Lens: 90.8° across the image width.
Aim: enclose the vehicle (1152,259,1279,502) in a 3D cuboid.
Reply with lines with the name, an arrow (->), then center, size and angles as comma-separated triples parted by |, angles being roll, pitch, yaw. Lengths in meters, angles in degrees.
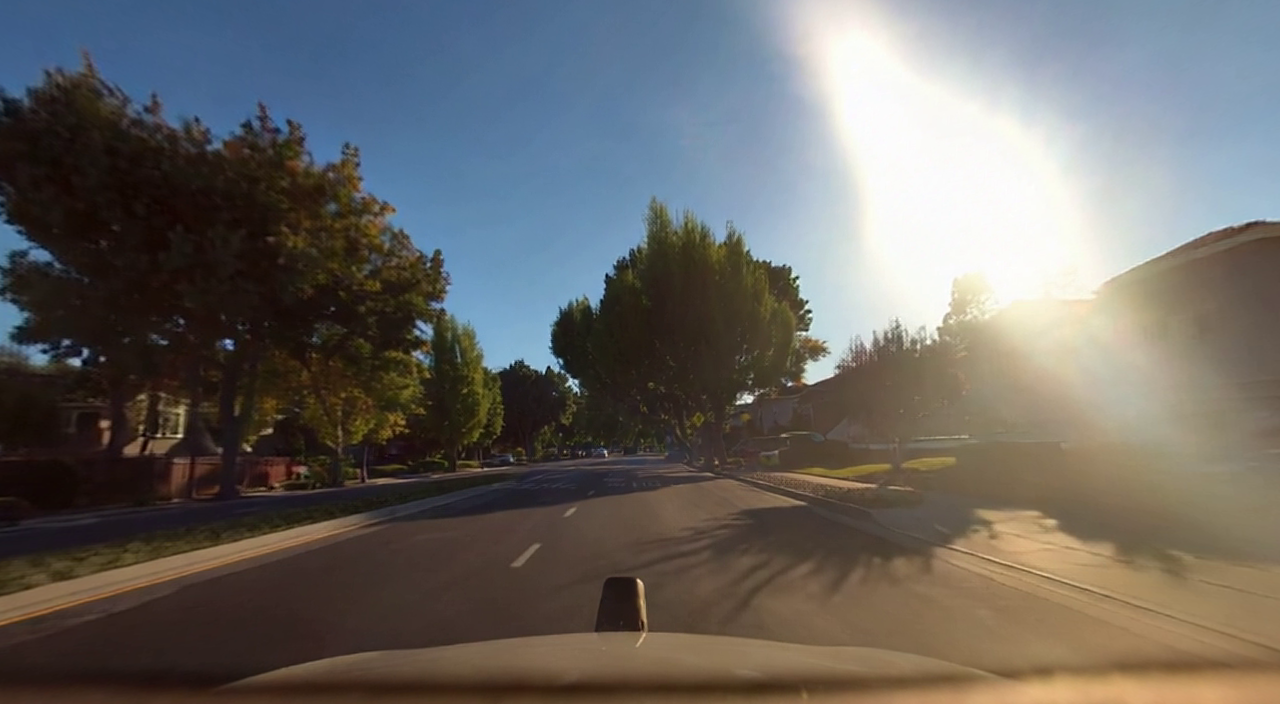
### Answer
vehicle -> 17.548, 0.417, 12.198 | 12.151, 4.157, 3.709 | -1, -15, -6
